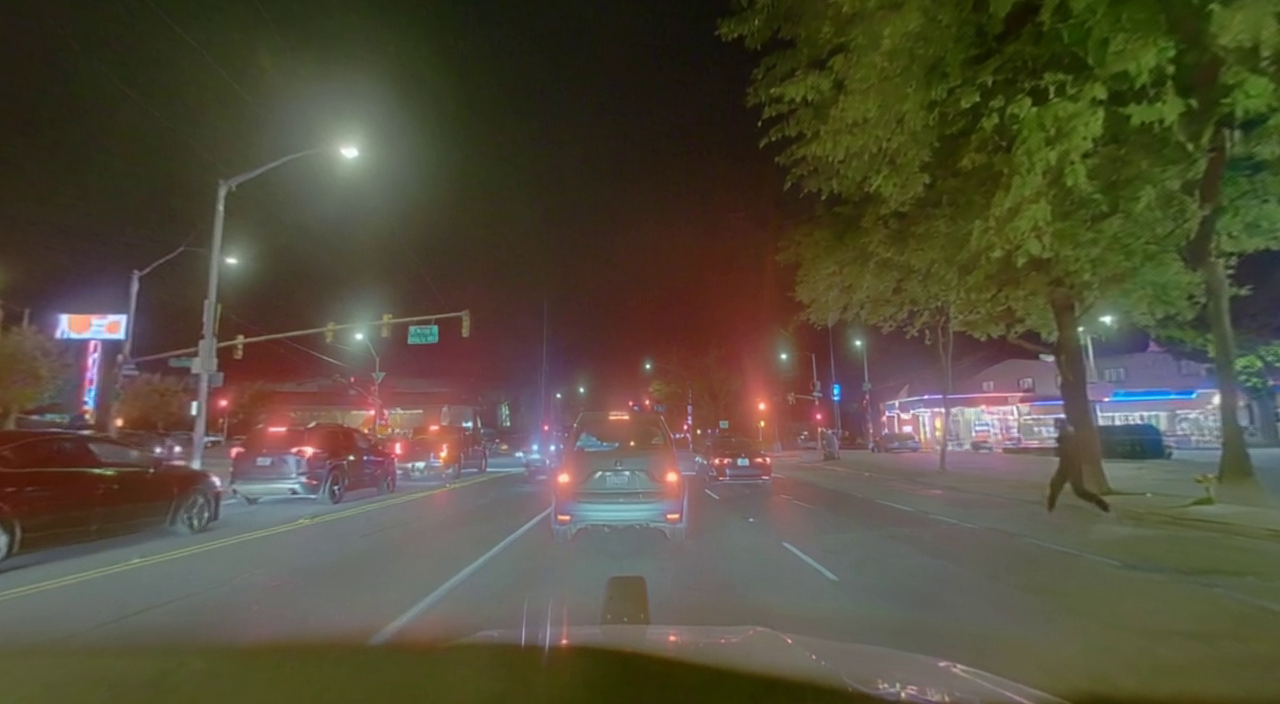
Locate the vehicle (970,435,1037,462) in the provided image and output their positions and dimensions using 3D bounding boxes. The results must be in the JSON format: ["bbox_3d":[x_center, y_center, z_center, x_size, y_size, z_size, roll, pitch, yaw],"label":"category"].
[{"bbox_3d":[20.296,5.378,35.151,3.836,1.443,1.694,6,-10,-34],"label":"vehicle"}]

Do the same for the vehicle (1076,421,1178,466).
[{"bbox_3d":[19.434,3.638,25.111,4.156,1.622,1.924,6,-10,-35],"label":"vehicle"}]

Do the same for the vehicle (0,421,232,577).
[{"bbox_3d":[-6.941,1.548,7.058,1.831,1.451,4.382,0,-8,0],"label":"vehicle"}]

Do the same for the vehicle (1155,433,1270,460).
[{"bbox_3d":[29.713,4.911,32.778,4.176,1.313,1.719,0,-9,3],"label":"vehicle"}]

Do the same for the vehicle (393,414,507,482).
[{"bbox_3d":[-6.374,3.307,21.808,2.496,2.112,4.351,0,-8,1],"label":"vehicle"}]

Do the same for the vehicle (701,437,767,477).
[{"bbox_3d":[3.557,4.076,24.707,2.023,1.441,4.240,0,-8,1],"label":"vehicle"}]

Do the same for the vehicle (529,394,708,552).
[{"bbox_3d":[-0.241,1.710,9.489,2.064,1.817,4.298,0,-8,0],"label":"vehicle"}]

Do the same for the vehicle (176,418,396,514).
[{"bbox_3d":[-7.090,2.337,13.355,1.941,1.655,4.503,0,-8,1],"label":"vehicle"}]
